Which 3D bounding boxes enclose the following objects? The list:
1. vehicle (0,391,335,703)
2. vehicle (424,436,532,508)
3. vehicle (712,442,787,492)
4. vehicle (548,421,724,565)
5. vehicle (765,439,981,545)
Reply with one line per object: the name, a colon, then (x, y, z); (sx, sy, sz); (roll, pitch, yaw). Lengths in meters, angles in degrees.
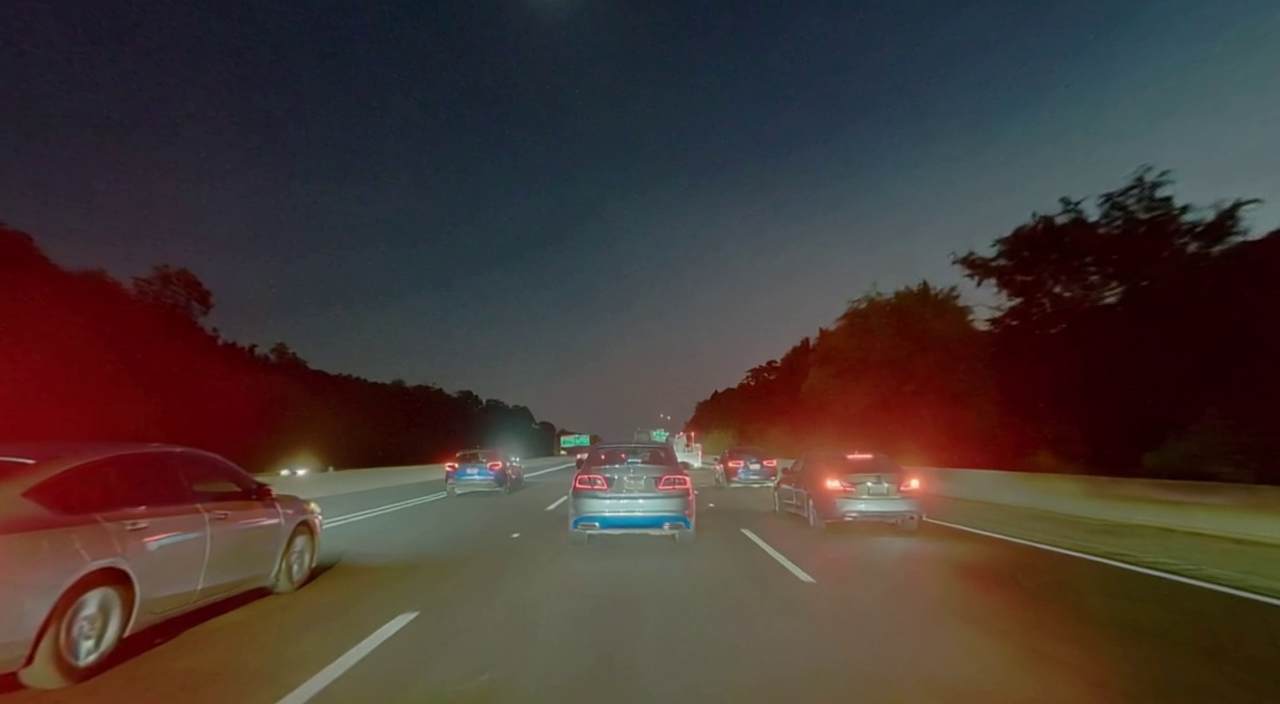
vehicle: (-4.515, 1.271, 4.785); (2.173, 1.660, 4.373); (0, -9, 0)
vehicle: (-4.261, 3.213, 17.254); (1.890, 1.708, 3.844); (0, -9, 1)
vehicle: (3.750, 4.014, 22.307); (1.905, 1.590, 3.746); (0, -9, -1)
vehicle: (-0.104, 1.978, 9.489); (2.093, 1.695, 3.782); (0, -9, -2)
vehicle: (3.662, 2.281, 10.982); (1.953, 1.434, 4.511); (0, -9, -1)
